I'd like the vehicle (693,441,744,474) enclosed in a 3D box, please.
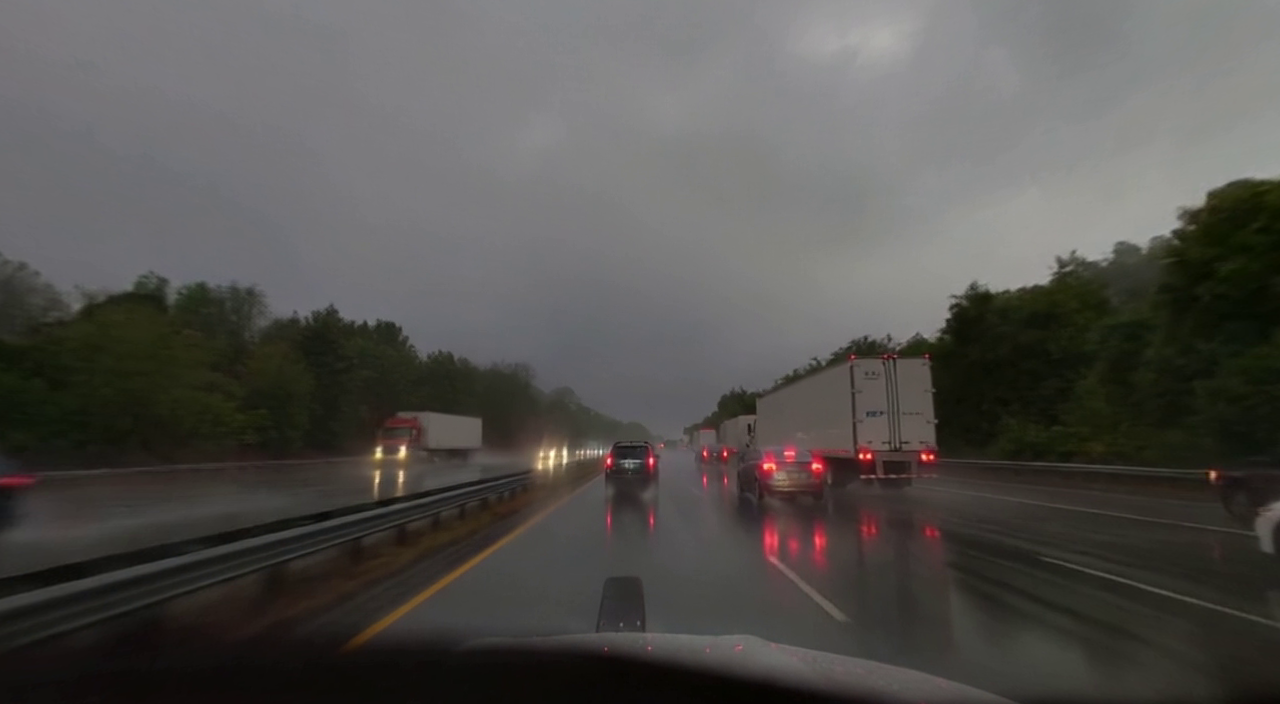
[{"bbox_3d":[4.135,5.609,33.824,2.150,1.632,4.260,0,-9,0],"label":"vehicle"}]

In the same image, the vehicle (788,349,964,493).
[{"bbox_3d":[7.628,2.573,22.069,2.823,4.063,8.485,0,-9,1],"label":"vehicle"}]

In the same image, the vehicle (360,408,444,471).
[{"bbox_3d":[-15.644,5.866,42.019,2.934,3.853,6.135,-1,-9,2],"label":"vehicle"}]

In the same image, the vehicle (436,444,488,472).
[{"bbox_3d":[-11.601,6.925,41.442,2.044,1.706,4.619,0,-9,1],"label":"vehicle"}]

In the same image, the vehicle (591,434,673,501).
[{"bbox_3d":[-0.168,3.134,17.416,2.023,1.618,3.628,0,-9,1],"label":"vehicle"}]

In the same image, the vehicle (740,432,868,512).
[{"bbox_3d":[3.635,2.737,14.792,1.920,1.594,3.867,0,-9,0],"label":"vehicle"}]
